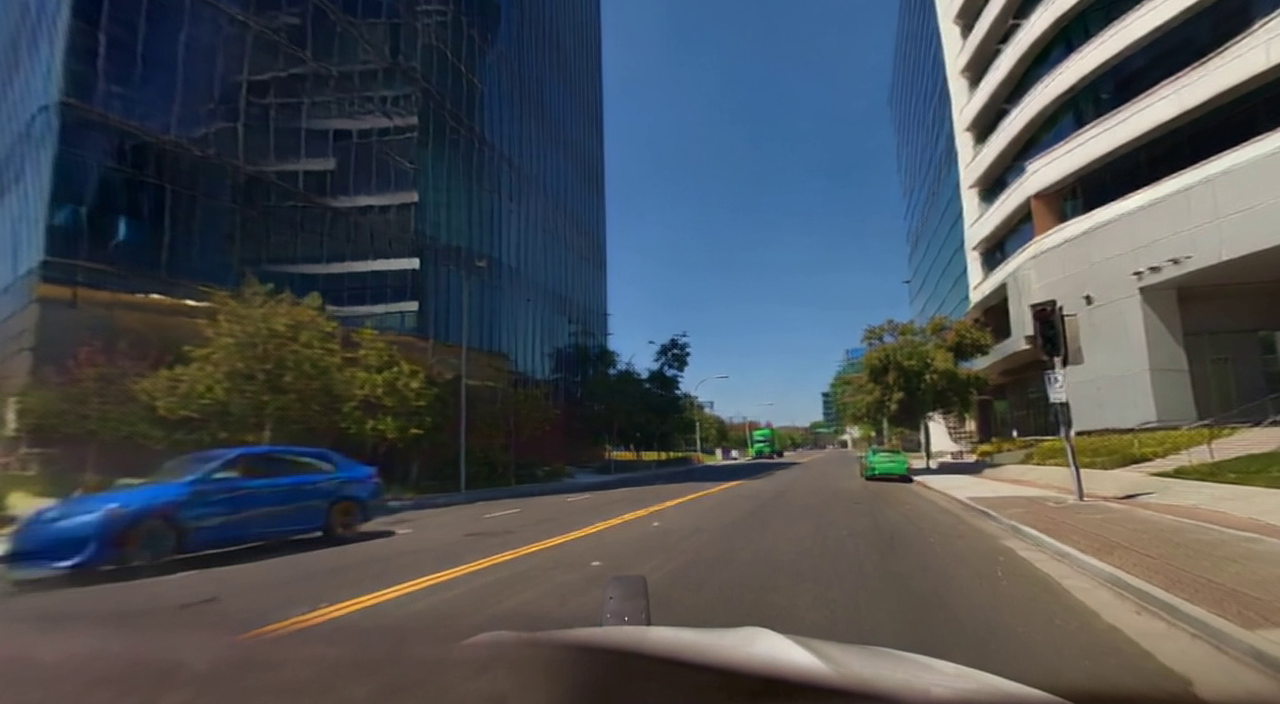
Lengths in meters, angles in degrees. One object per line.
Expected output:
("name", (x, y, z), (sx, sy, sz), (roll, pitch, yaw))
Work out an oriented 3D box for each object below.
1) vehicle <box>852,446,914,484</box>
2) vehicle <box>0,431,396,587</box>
("vehicle", (10.557, 4.902, 27.665), (2.098, 1.509, 4.389), (-3, -9, 16))
("vehicle", (-6.192, 2.114, 9.507), (2.145, 1.687, 4.662), (-3, -9, 18))
